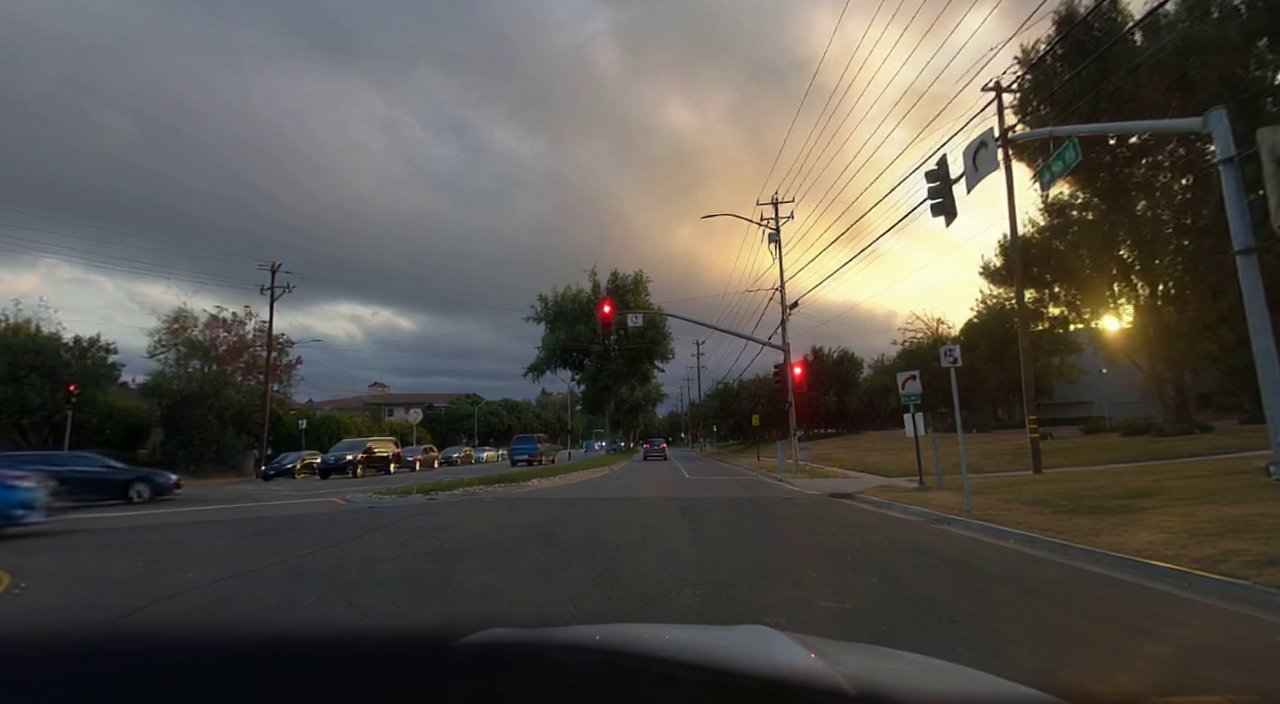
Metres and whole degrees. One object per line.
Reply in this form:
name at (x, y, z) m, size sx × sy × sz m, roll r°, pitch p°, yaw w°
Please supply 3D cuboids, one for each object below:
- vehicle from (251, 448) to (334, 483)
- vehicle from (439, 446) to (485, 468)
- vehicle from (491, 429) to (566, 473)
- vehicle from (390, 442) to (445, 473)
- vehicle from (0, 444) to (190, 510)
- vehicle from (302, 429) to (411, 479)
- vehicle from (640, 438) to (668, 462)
vehicle at (-17.089, 5.605, 31.115) m, size 1.942 × 1.477 × 3.957 m, roll -4°, pitch -9°, yaw -1°
vehicle at (-12.666, 7.452, 44.899) m, size 1.841 × 1.477 × 4.485 m, roll -1°, pitch -8°, yaw 2°
vehicle at (-5.435, 4.920, 31.298) m, size 2.175 × 1.957 × 4.686 m, roll -2°, pitch -9°, yaw 10°
vehicle at (-13.233, 6.303, 37.628) m, size 1.772 × 1.647 × 4.221 m, roll -4°, pitch -9°, yaw 0°
vehicle at (-14.337, 3.092, 15.928) m, size 4.603 × 1.482 × 1.904 m, roll 6°, pitch -10°, yaw -35°
vehicle at (-13.124, 4.767, 29.622) m, size 2.350 × 2.104 × 5.828 m, roll 0°, pitch -8°, yaw 1°
vehicle at (1.037, 7.322, 47.152) m, size 2.010 × 1.681 × 4.682 m, roll 0°, pitch -8°, yaw 1°
